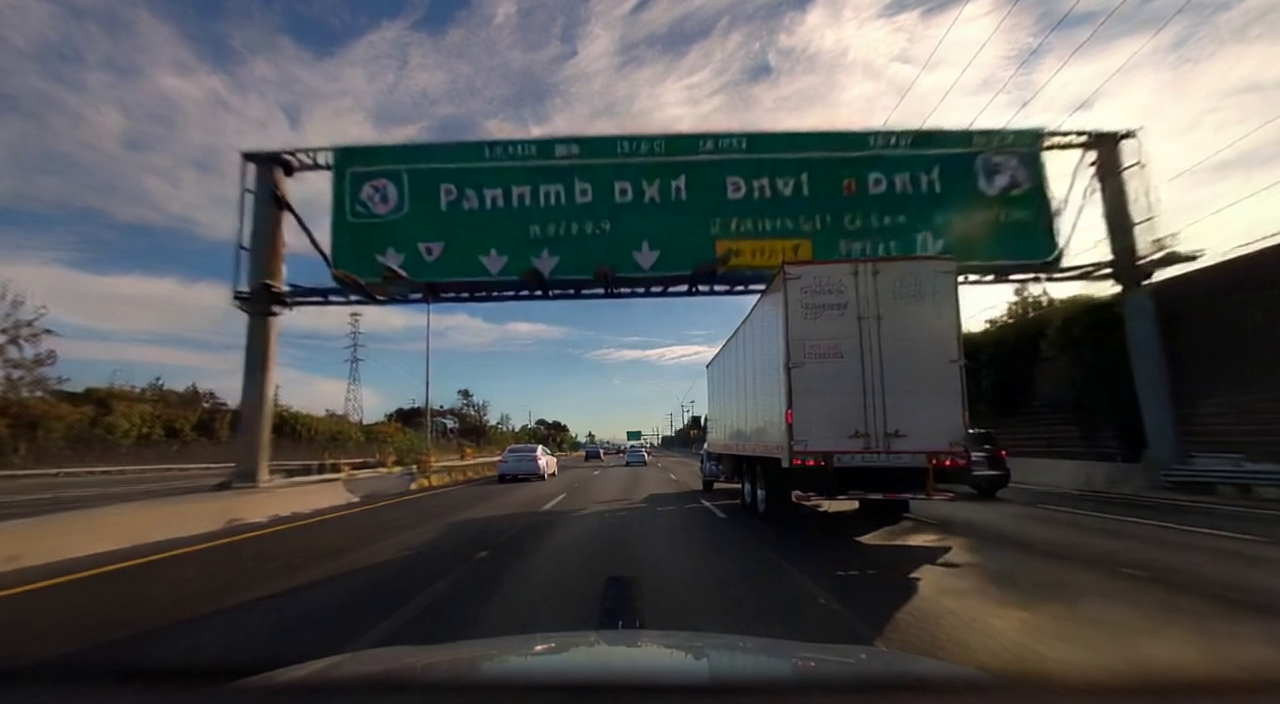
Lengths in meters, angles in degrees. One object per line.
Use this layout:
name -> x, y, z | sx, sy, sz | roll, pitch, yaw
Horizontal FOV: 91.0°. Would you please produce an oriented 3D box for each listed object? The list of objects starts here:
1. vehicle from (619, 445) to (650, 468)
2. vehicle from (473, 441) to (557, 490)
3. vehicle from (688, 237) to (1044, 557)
vehicle -> -0.322, 7.215, 43.634 | 2.047, 1.485, 3.938 | 0, -8, 1
vehicle -> -4.157, 3.825, 21.581 | 1.968, 1.507, 3.829 | 0, -8, 2
vehicle -> 3.442, 1.675, 16.112 | 2.907, 4.109, 16.177 | 0, -8, -1
